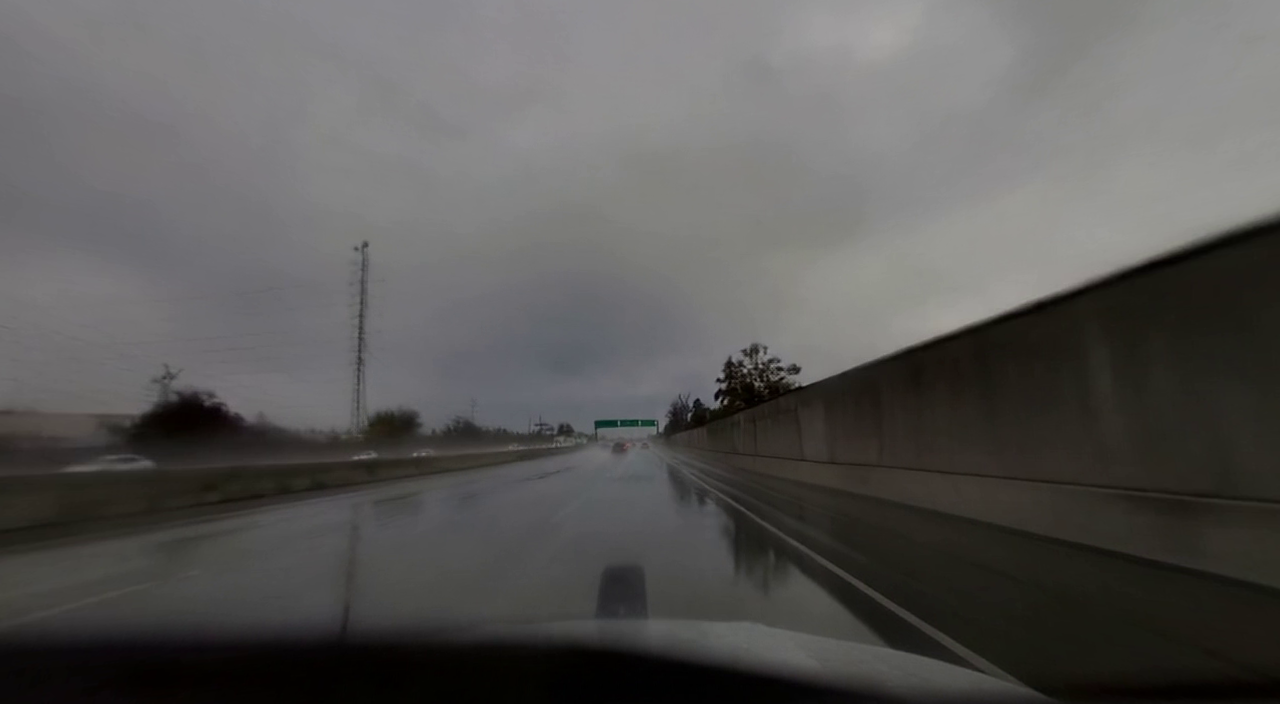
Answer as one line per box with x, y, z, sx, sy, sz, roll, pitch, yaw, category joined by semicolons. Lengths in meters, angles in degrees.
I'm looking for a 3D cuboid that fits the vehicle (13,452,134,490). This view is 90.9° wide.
-28.547;5.978;32.011;1.941;1.688;4.481;0;-8;1;vehicle
